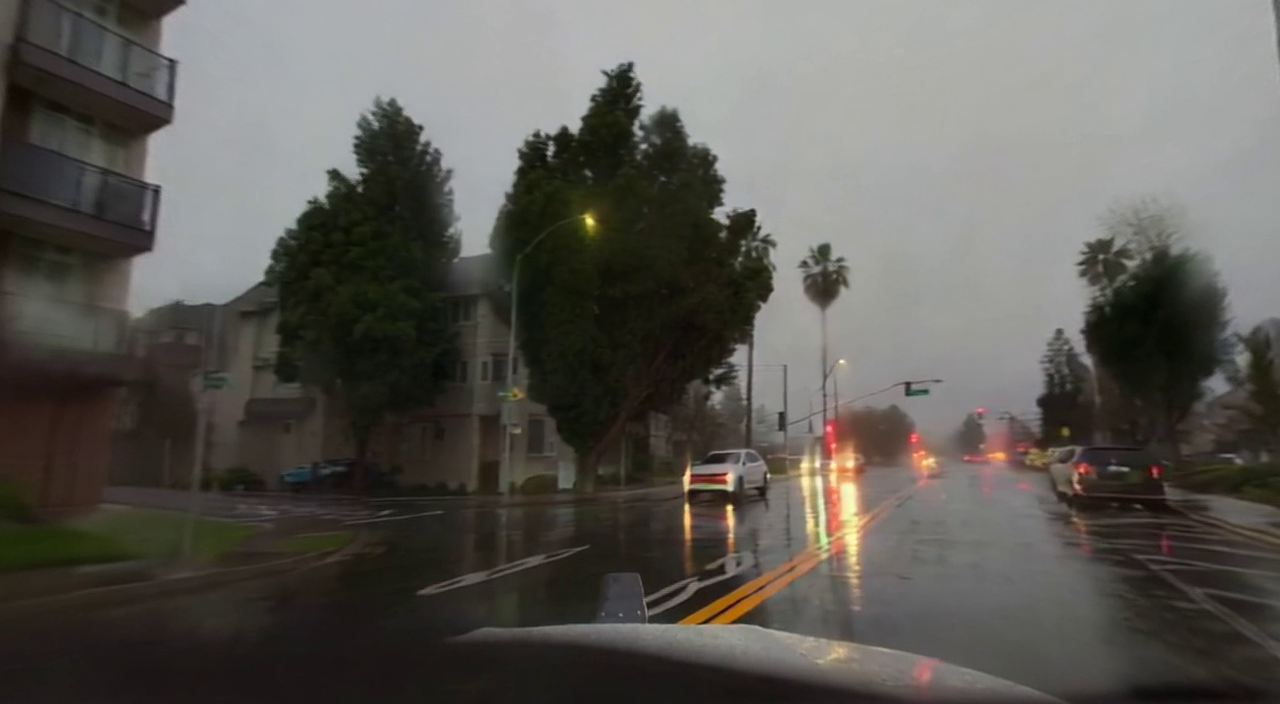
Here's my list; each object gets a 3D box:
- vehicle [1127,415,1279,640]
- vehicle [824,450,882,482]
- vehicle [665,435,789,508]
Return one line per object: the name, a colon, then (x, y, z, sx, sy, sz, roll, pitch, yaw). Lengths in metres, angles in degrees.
vehicle: (6.785, 1.560, 6.413, 2.153, 1.685, 4.586, -5, -10, 29)
vehicle: (11.214, 5.913, 33.050, 1.934, 1.484, 4.630, -5, -10, 29)
vehicle: (2.681, 3.377, 18.448, 1.993, 1.817, 4.619, -5, -10, 29)
